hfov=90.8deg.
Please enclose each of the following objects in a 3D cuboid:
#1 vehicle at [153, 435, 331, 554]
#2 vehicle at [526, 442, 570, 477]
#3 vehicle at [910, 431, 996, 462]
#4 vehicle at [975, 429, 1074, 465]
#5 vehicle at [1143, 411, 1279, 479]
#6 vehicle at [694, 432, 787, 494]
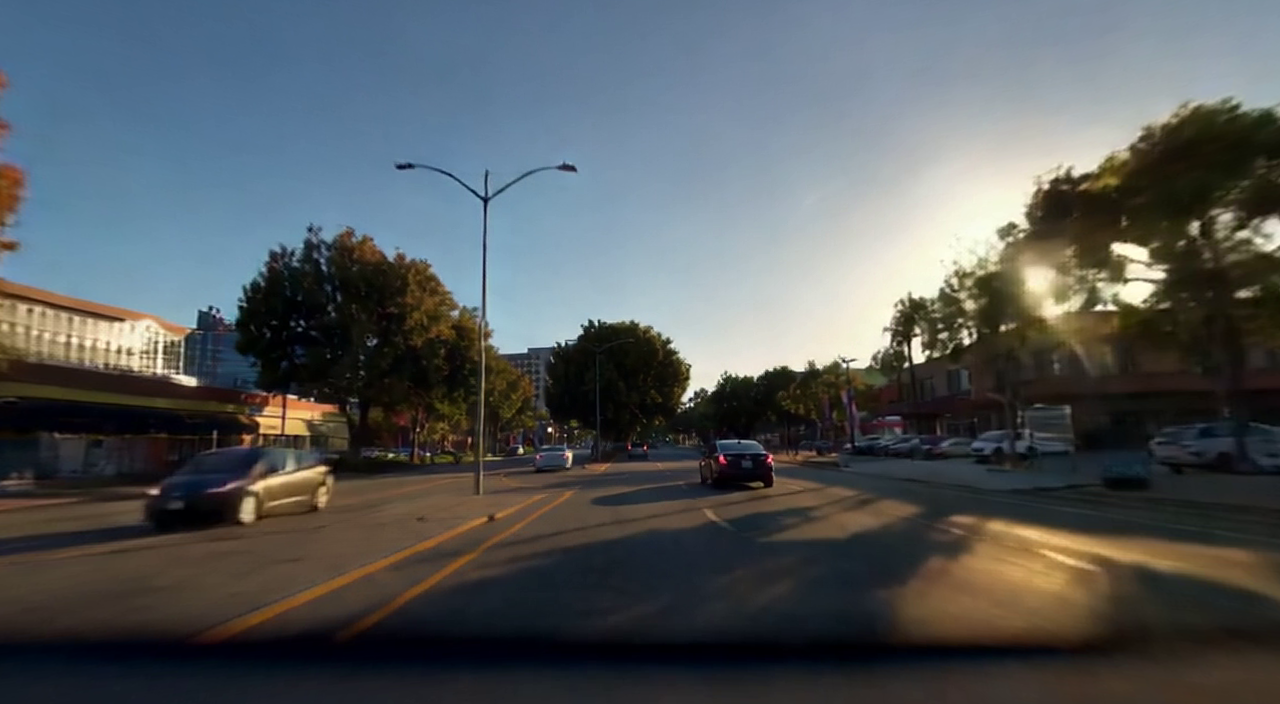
[{"bbox_3d":[-6.902,2.244,10.770,2.053,1.555,4.296,6,-11,-36],"label":"vehicle"},{"bbox_3d":[-4.292,5.028,29.669,1.905,1.471,4.302,-1,-9,-8],"label":"vehicle"},{"bbox_3d":[18.090,5.469,36.551,4.446,1.692,2.184,4,-10,-28],"label":"vehicle"},{"bbox_3d":[18.806,4.639,30.868,4.524,1.653,2.109,5,-10,-30],"label":"vehicle"},{"bbox_3d":[17.033,2.532,17.187,2.280,1.699,5.098,1,-9,-4],"label":"vehicle"},{"bbox_3d":[2.916,3.332,19.330,1.963,1.677,4.229,0,-9,-2],"label":"vehicle"}]
